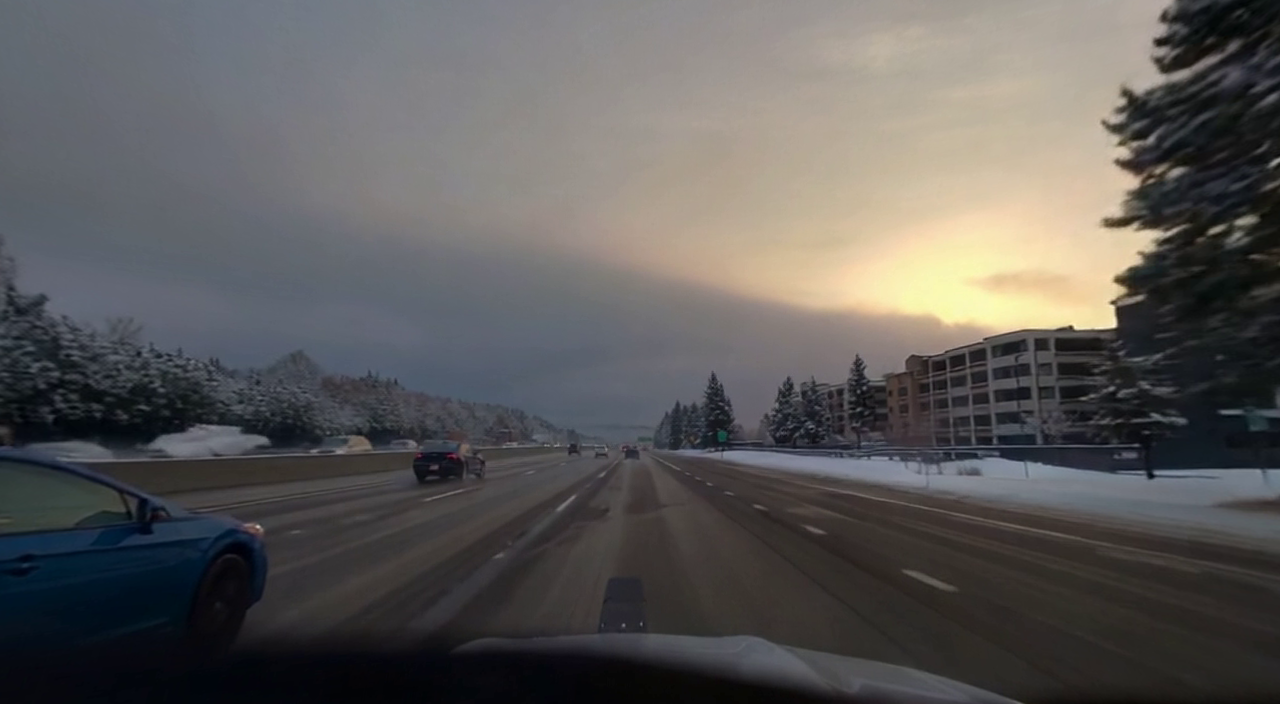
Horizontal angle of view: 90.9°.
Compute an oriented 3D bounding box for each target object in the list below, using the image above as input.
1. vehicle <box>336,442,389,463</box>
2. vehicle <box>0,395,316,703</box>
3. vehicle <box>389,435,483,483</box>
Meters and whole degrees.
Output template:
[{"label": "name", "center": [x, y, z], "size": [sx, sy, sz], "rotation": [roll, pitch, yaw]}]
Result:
[{"label": "vehicle", "center": [-20.562, 7.434, 46.962], "size": [1.862, 1.440, 4.520], "rotation": [0, -8, 0]}, {"label": "vehicle", "center": [-3.689, 0.957, 2.478], "size": [2.144, 1.565, 4.951], "rotation": [0, -8, 1]}, {"label": "vehicle", "center": [-7.777, 4.122, 24.529], "size": [2.118, 1.675, 4.395], "rotation": [0, -8, 1]}]
